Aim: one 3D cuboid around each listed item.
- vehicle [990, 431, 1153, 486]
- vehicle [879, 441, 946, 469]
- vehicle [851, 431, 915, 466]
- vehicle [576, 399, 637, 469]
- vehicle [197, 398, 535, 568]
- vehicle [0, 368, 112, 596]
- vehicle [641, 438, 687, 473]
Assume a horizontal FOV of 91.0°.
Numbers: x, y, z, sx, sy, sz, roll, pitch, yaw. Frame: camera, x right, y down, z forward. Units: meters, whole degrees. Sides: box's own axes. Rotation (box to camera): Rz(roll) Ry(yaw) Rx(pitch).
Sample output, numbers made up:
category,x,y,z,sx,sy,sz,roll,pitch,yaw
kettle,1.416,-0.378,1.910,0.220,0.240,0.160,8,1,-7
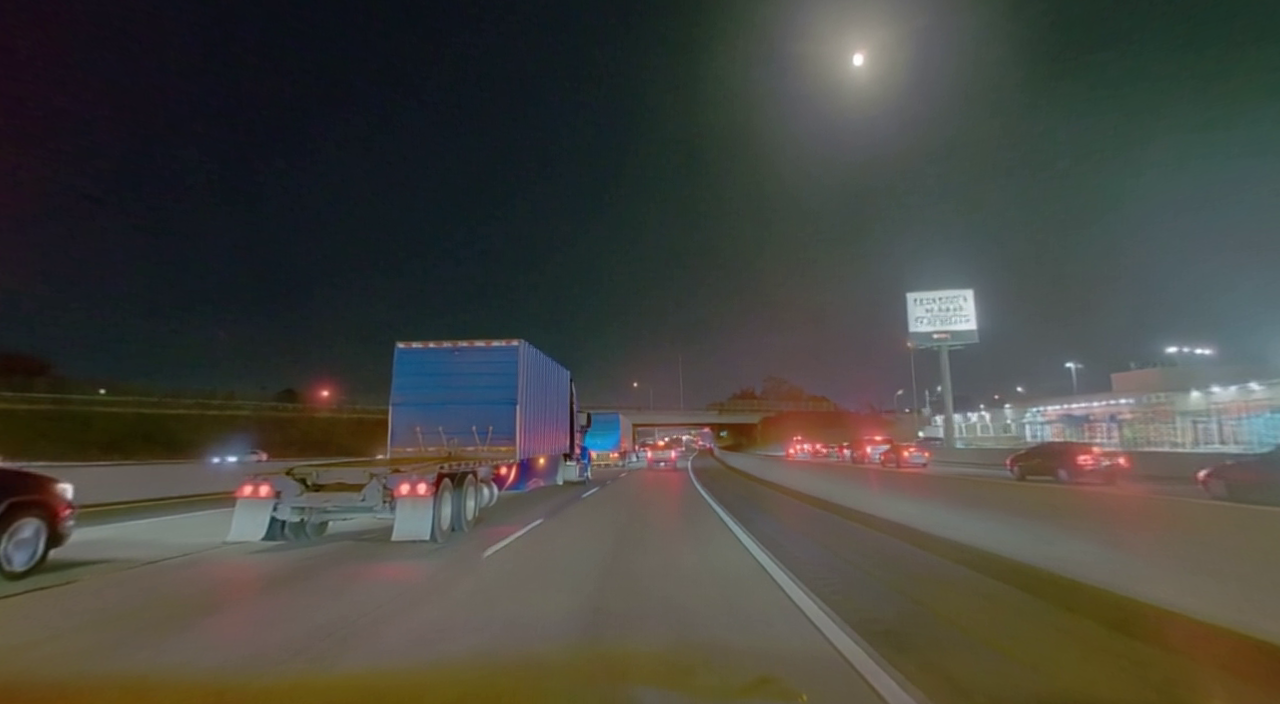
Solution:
category,x,y,z,sx,sy,sz,roll,pitch,yaw
vehicle,14.286,3.559,21.307,2.237,1.656,4.676,0,-9,1
vehicle,15.187,5.757,35.389,1.859,1.452,4.749,-1,-9,4
vehicle,15.684,6.289,41.095,2.241,2.052,5.864,-1,-9,5
vehicle,-1.923,5.366,40.514,3.073,3.894,9.782,-1,-9,2
vehicle,-3.271,1.664,8.588,2.896,1.779,3.441,0,-9,3
vehicle,-6.736,0.913,4.005,2.323,1.959,5.038,0,-9,0
vehicle,1.230,5.208,31.958,2.178,1.640,4.071,-1,-9,3
